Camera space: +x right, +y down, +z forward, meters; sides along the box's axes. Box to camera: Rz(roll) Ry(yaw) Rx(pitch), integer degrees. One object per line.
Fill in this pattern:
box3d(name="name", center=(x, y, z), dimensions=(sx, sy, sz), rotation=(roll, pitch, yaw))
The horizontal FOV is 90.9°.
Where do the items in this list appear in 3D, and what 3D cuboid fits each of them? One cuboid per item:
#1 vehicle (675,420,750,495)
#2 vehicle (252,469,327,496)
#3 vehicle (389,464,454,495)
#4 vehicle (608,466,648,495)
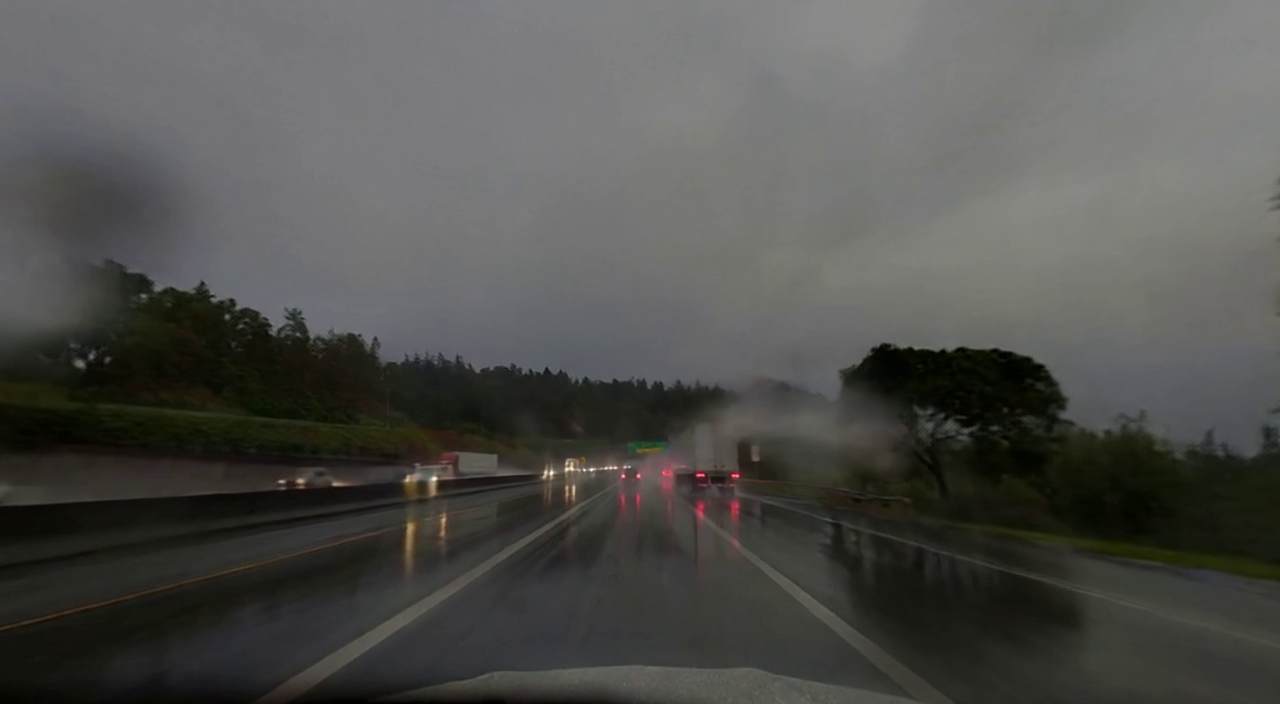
box3d(name="vehicle", center=(4.349, 7.055, 41.665), dimensions=(3.218, 4.001, 14.492), rotation=(1, -10, 0))
box3d(name="vehicle", center=(-20.460, 7.618, 36.993), dimensions=(1.808, 1.473, 4.416), rotation=(1, -10, 1))
box3d(name="vehicle", center=(-12.711, 7.449, 37.061), dimensions=(2.035, 1.634, 4.727), rotation=(1, -10, 1))
box3d(name="vehicle", center=(-0.644, 6.970, 34.255), dimensions=(2.010, 1.436, 3.973), rotation=(1, -10, -1))
